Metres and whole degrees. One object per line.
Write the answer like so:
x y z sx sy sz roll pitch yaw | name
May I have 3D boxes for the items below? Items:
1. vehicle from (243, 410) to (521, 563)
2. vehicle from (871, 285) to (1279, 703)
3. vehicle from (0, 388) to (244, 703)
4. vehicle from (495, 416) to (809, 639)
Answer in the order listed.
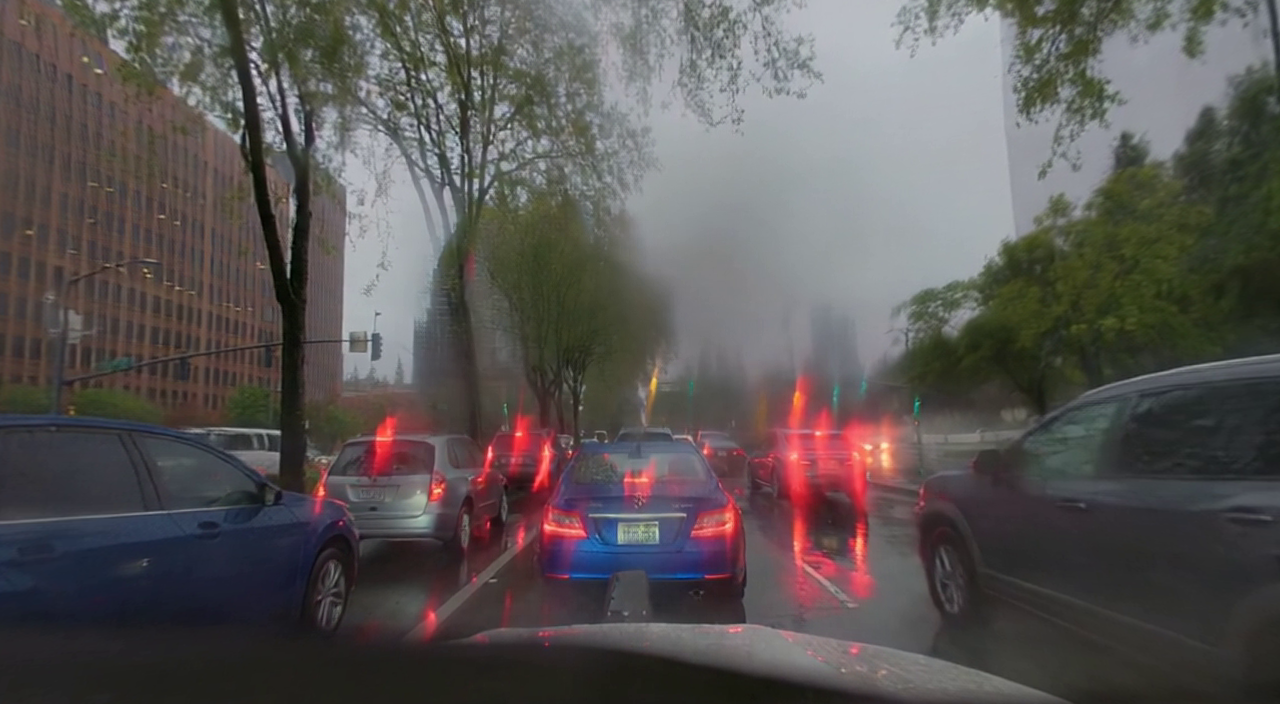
-3.370 1.869 9.498 2.168 1.719 4.561 -1 -9 1 | vehicle
3.049 0.862 3.124 2.108 1.785 4.334 0 -9 0 | vehicle
-3.399 0.742 1.237 2.144 1.505 4.635 -1 -8 1 | vehicle
0.079 1.508 6.382 2.147 1.507 3.953 0 -8 0 | vehicle
